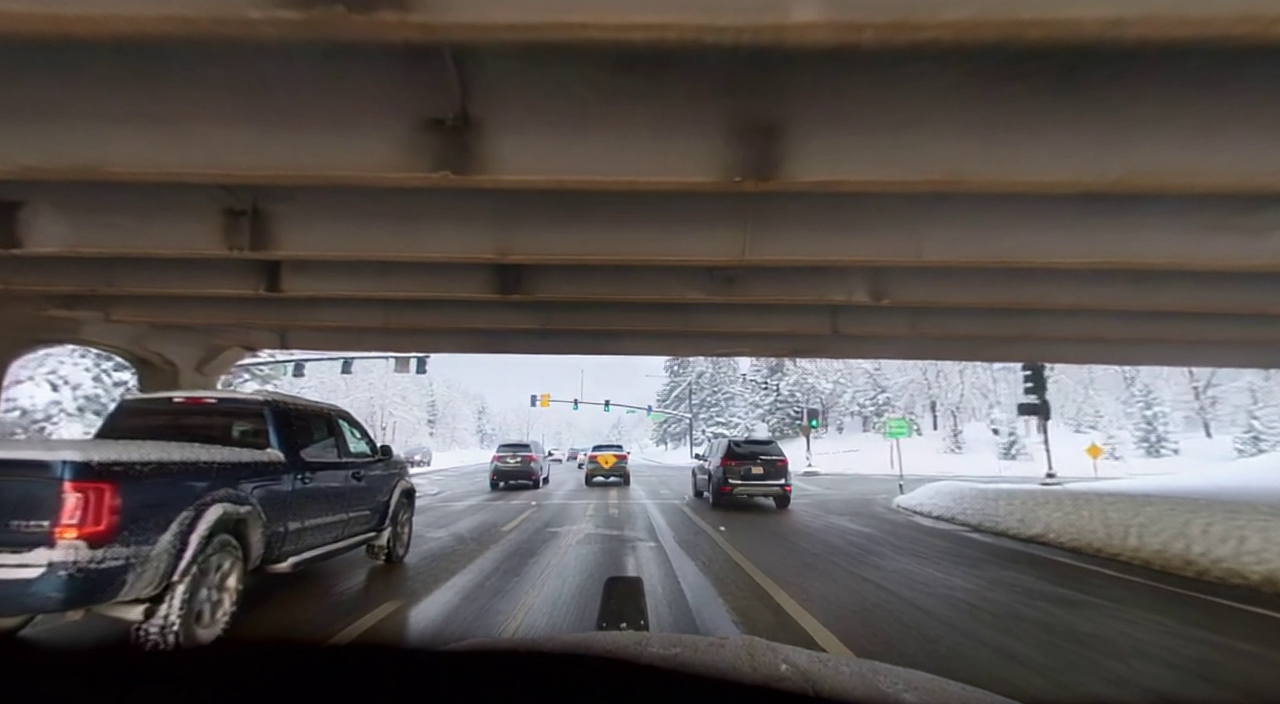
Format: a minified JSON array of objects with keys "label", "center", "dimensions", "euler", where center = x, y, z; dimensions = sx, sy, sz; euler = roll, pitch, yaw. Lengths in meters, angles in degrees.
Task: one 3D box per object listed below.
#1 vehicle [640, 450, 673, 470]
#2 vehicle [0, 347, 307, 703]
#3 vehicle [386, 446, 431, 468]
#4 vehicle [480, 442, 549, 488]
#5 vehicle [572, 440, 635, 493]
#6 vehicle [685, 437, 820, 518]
[{"label":"vehicle","center":[1.193,8.205,48.079],"dimensions":[2.026,1.457,3.969],"euler":[1,-9,-5]},{"label":"vehicle","center":[-4.208,0.972,3.616],"dimensions":[2.074,1.814,4.596],"euler":[0,-9,0]},{"label":"vehicle","center":[-18.100,8.218,49.489],"dimensions":[2.089,1.684,4.521],"euler":[1,-9,-5]},{"label":"vehicle","center":[-5.042,4.587,25.982],"dimensions":[2.127,1.720,4.064],"euler":[0,-9,-2]},{"label":"vehicle","center":[-1.280,4.134,23.056],"dimensions":[2.097,1.748,3.794],"euler":[0,-9,-2]},{"label":"vehicle","center":[2.637,3.126,16.390],"dimensions":[2.234,1.720,5.378],"euler":[0,-9,-3]}]
